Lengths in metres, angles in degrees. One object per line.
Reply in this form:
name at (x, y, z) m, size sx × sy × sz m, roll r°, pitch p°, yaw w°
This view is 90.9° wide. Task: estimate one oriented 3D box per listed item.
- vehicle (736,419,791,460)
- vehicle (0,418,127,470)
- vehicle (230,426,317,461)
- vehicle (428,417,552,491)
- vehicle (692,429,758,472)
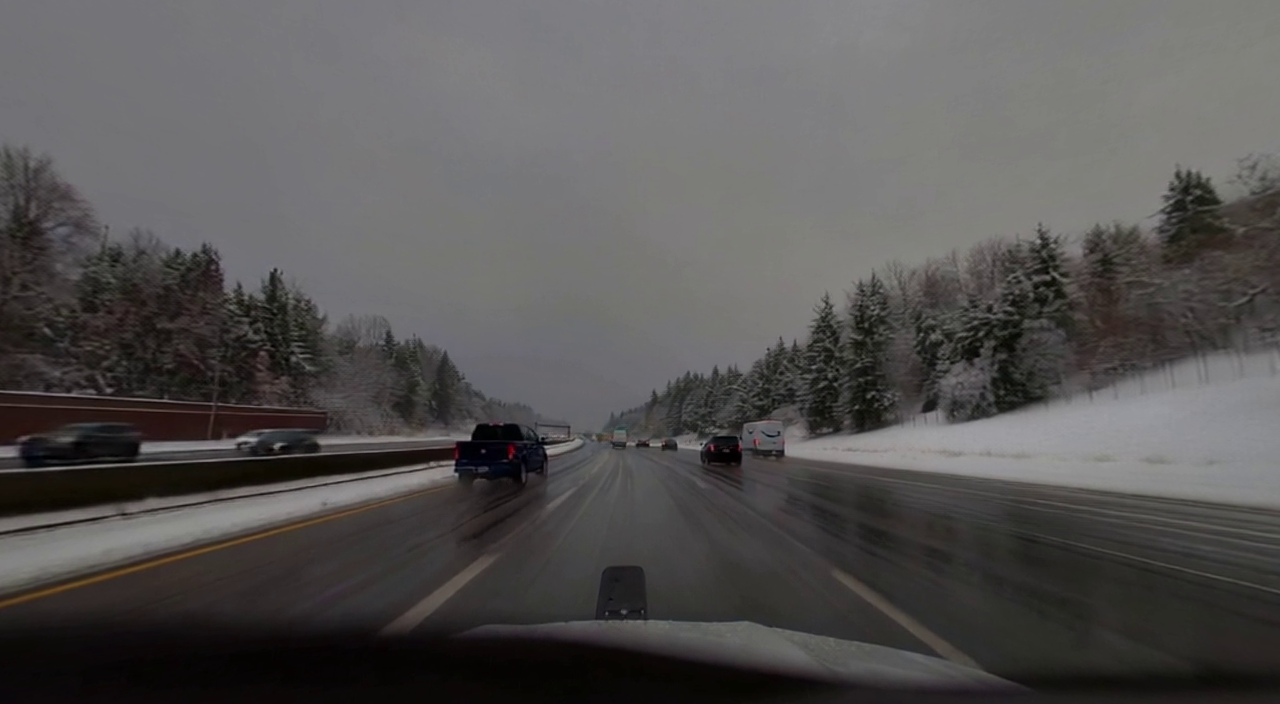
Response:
vehicle at (8.918, 6.470, 46.407) m, size 2.274 × 2.802 × 6.802 m, roll 0°, pitch -8°, yaw -4°
vehicle at (-22.185, 3.467, 23.664) m, size 1.945 × 1.750 × 4.683 m, roll 0°, pitch -8°, yaw -2°
vehicle at (-18.458, 4.662, 32.041) m, size 1.836 × 1.616 × 4.380 m, roll 0°, pitch -8°, yaw -1°
vehicle at (-4.228, 3.028, 19.045) m, size 2.331 × 1.884 × 5.787 m, roll 0°, pitch -8°, yaw 0°
vehicle at (3.660, 4.357, 27.940) m, size 2.141 × 1.732 × 4.279 m, roll 0°, pitch -8°, yaw -3°
